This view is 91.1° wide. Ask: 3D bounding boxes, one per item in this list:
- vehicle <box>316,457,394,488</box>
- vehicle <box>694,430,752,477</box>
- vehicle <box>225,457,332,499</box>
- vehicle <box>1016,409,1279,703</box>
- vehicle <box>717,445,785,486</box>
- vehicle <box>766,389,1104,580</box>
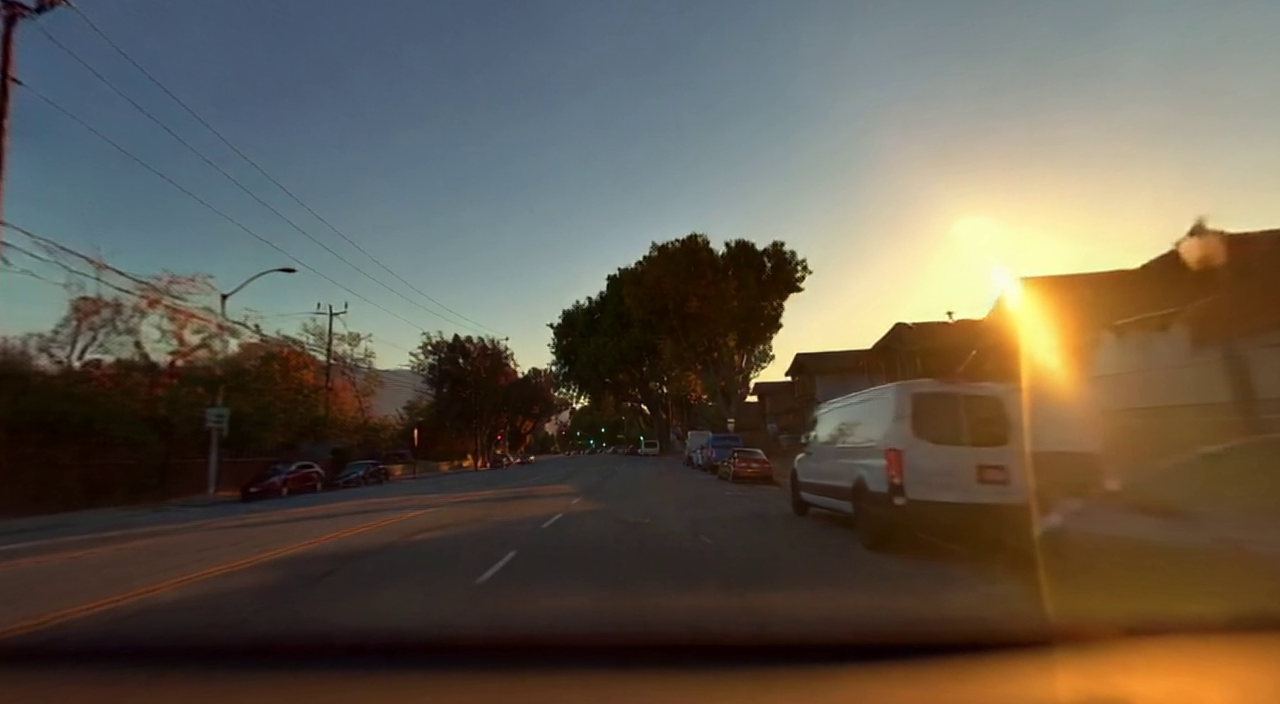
[{"bbox_3d":[-15.231,6.455,33.857,1.944,1.454,4.581,0,-8,2],"label":"vehicle"},{"bbox_3d":[4.177,5.251,32.720,2.293,2.171,5.871,0,-8,1],"label":"vehicle"},{"bbox_3d":[-15.135,5.253,26.596,1.992,1.517,4.426,0,-8,-2],"label":"vehicle"},{"bbox_3d":[3.620,0.914,2.150,1.830,1.484,4.639,0,-8,1],"label":"vehicle"},{"bbox_3d":[4.280,4.425,24.883,1.804,1.432,4.594,0,-8,0],"label":"vehicle"},{"bbox_3d":[3.740,1.864,9.816,2.372,2.008,6.181,0,-8,1],"label":"vehicle"}]
